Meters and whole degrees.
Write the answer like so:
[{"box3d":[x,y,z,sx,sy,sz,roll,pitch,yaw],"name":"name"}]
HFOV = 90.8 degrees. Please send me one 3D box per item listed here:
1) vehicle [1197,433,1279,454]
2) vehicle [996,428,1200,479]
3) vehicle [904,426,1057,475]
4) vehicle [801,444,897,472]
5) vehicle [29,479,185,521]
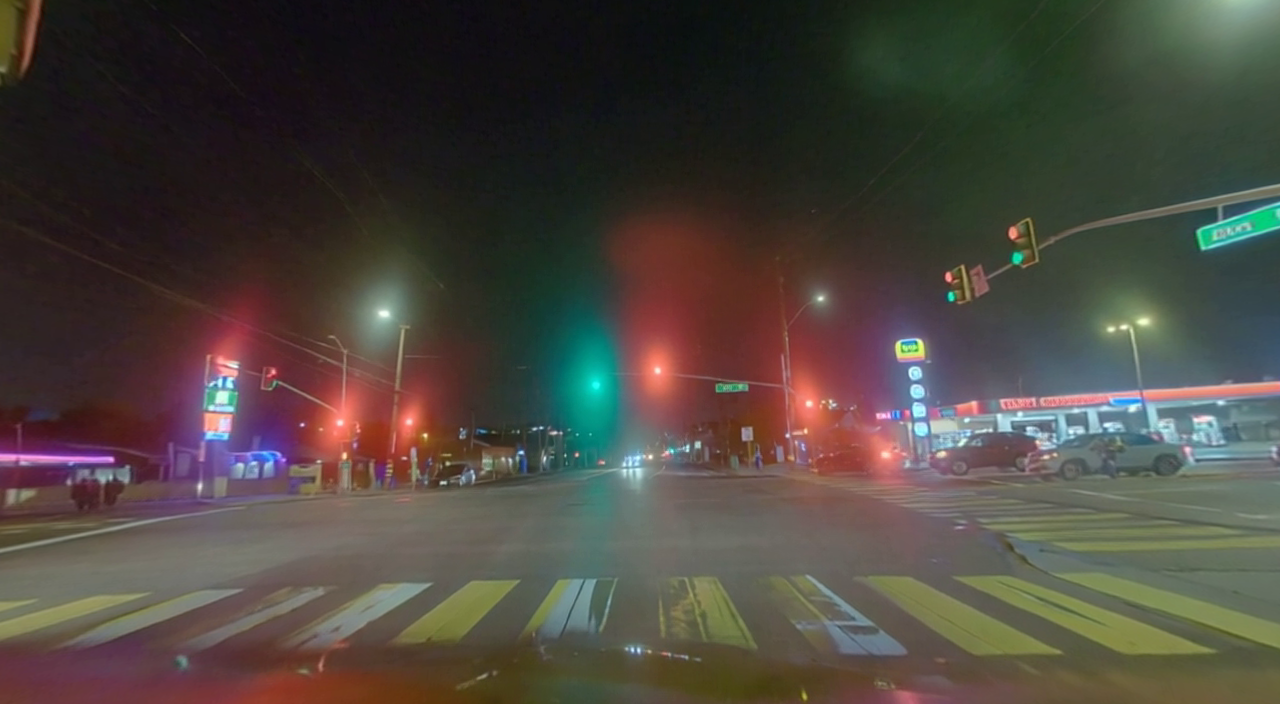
[{"box3d":[42.044,6.439,44.448,4.347,1.446,1.777,1,-9,-10],"name":"vehicle"},{"box3d":[14.356,3.232,20.205,4.835,1.487,1.913,-3,-9,20],"name":"vehicle"},{"box3d":[13.000,3.824,24.519,4.916,1.730,1.986,-4,-9,21],"name":"vehicle"},{"box3d":[11.562,5.857,35.018,4.728,1.468,2.083,-5,-9,27],"name":"vehicle"},{"box3d":[-21.161,5.850,25.174,4.676,1.463,1.909,-1,-8,6],"name":"vehicle"}]
